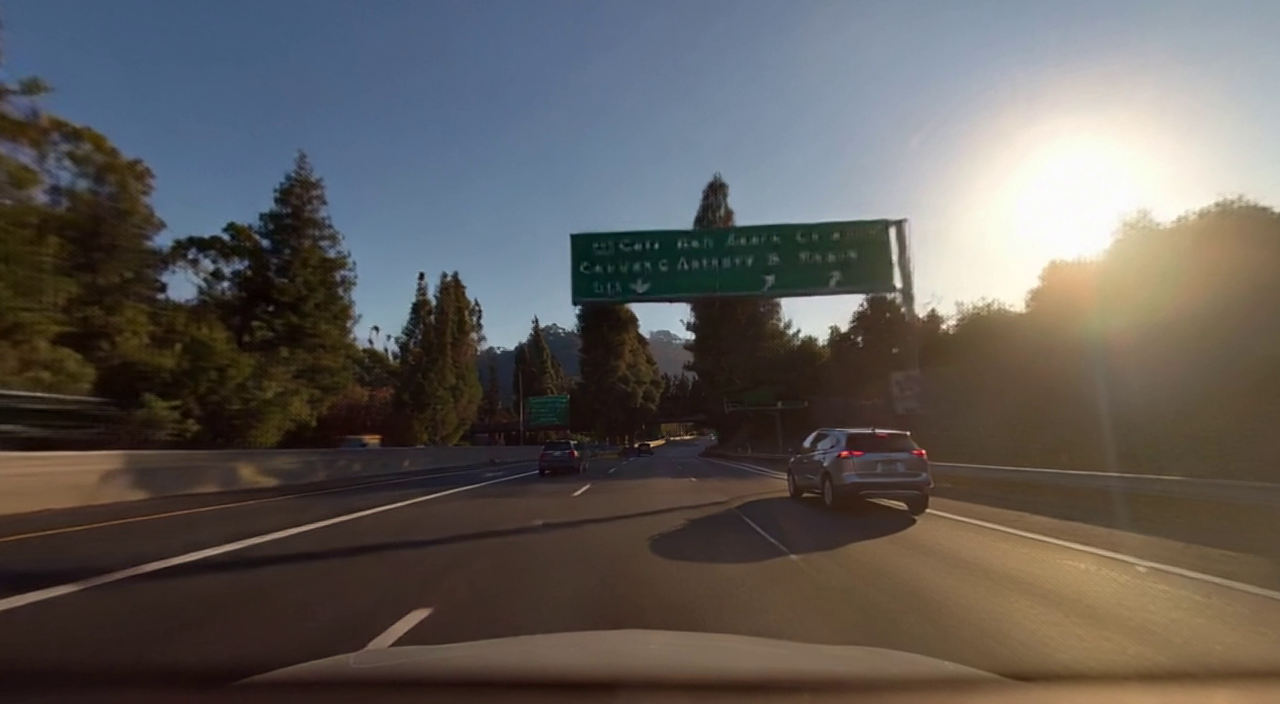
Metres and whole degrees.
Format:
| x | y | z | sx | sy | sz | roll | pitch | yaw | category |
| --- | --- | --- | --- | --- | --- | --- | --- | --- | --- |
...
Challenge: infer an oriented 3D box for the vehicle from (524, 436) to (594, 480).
| x | y | z | sx | sy | sz | roll | pitch | yaw | category |
| --- | --- | --- | --- | --- | --- | --- | --- | --- | --- |
| -3.176 | 4.275 | 25.546 | 2.166 | 1.608 | 4.297 | 0 | -8 | 1 | vehicle |

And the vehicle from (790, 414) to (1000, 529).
| x | y | z | sx | sy | sz | roll | pitch | yaw | category |
| --- | --- | --- | --- | --- | --- | --- | --- | --- | --- |
| 4.568 | 2.222 | 12.203 | 2.149 | 1.796 | 4.487 | 0 | -8 | 0 | vehicle |

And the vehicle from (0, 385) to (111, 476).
| x | y | z | sx | sy | sz | roll | pitch | yaw | category |
| --- | --- | --- | --- | --- | --- | --- | --- | --- | --- |
| -28.473 | 3.254 | 26.013 | 2.921 | 3.789 | 11.393 | 0 | -8 | 2 | vehicle |
